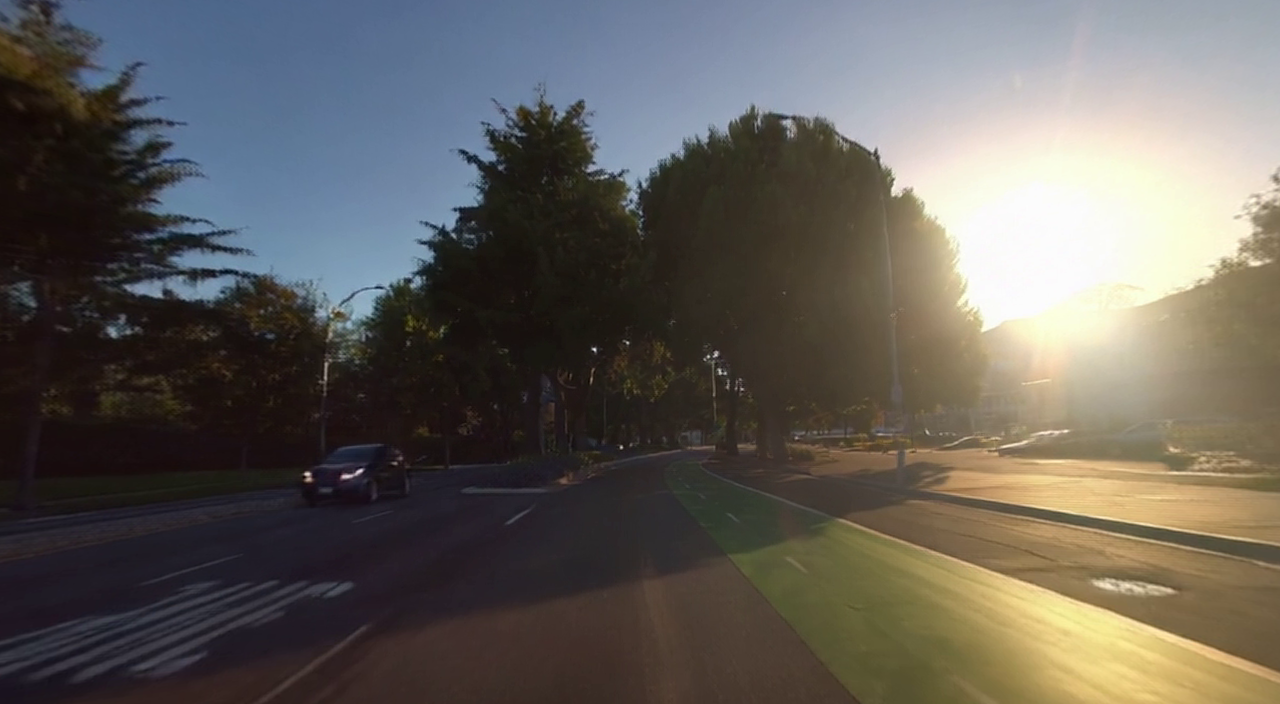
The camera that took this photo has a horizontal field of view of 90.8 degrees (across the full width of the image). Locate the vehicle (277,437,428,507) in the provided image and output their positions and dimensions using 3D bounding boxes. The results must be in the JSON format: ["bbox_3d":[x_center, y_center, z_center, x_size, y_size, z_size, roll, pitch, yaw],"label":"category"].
[{"bbox_3d":[-7.994,3.354,18.165,2.065,1.744,4.566,-1,-8,2],"label":"vehicle"}]
